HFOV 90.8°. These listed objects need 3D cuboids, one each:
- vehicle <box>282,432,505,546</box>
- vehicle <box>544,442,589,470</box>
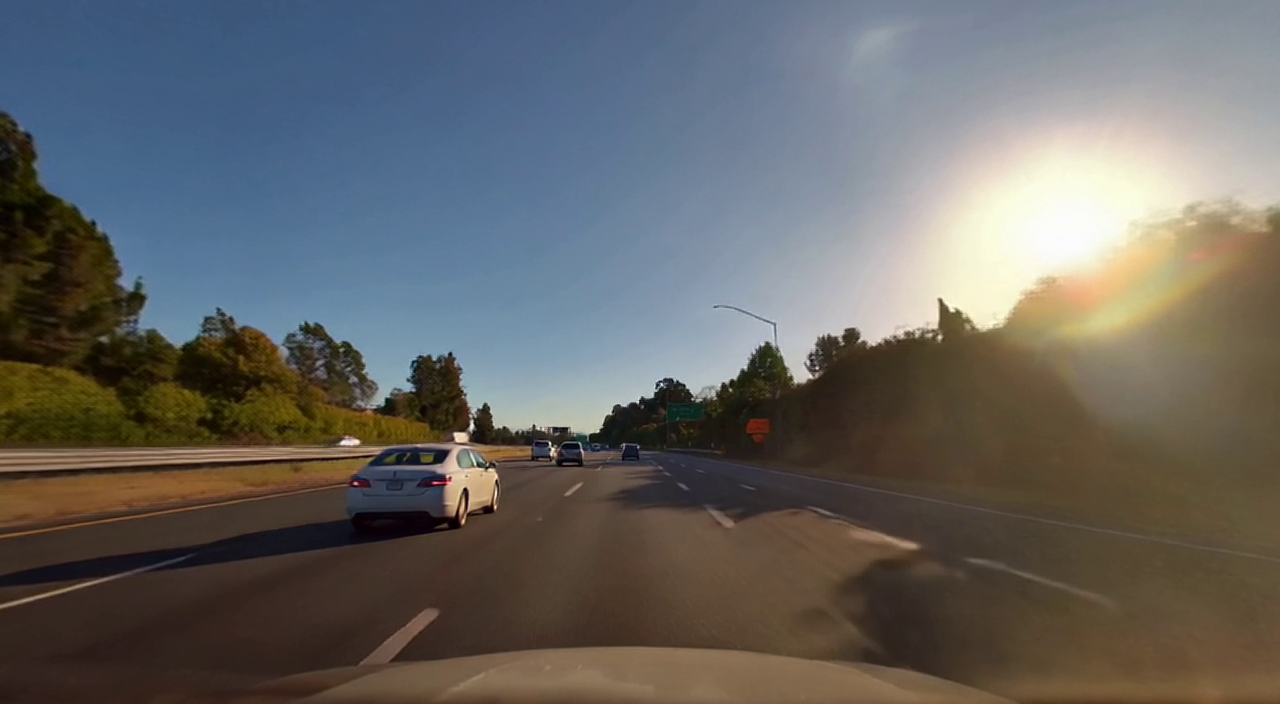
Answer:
[{"bbox_3d":[-3.785,2.167,10.723,2.025,1.506,4.429,0,-9,-1],"label":"vehicle"},{"bbox_3d":[-4.098,5.885,35.918,2.068,1.501,4.395,0,-9,-1],"label":"vehicle"}]
